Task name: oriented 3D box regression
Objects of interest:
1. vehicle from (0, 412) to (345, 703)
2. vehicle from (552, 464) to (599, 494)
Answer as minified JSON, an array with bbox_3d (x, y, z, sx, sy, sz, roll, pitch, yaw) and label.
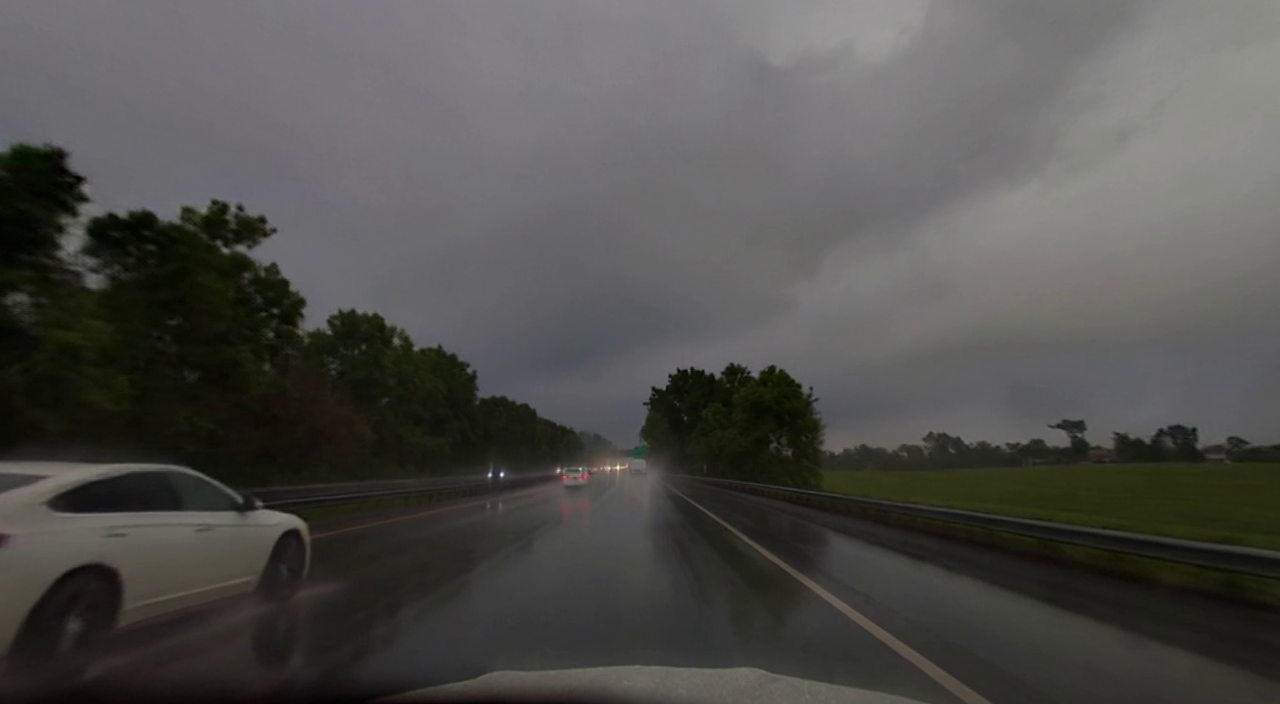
[{"bbox_3d":[-4.307,1.319,4.577,2.040,1.525,4.603,1,-11,0],"label":"vehicle"},{"bbox_3d":[-3.482,6.981,34.808,2.006,1.516,4.820,1,-11,0],"label":"vehicle"}]
